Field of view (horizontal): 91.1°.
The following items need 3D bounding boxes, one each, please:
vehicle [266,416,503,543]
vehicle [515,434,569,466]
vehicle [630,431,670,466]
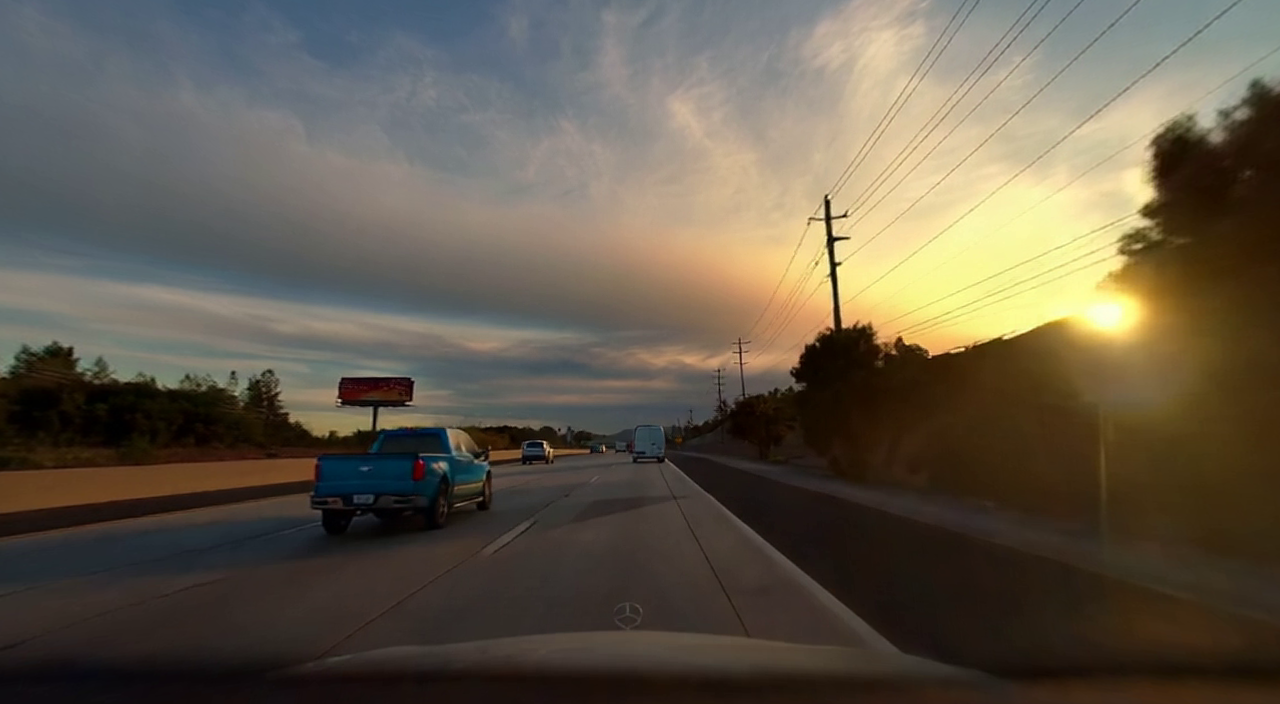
[{"bbox_3d":[-4.061,2.114,11.112,2.145,1.730,4.729,0,-8,1],"label":"vehicle"},{"bbox_3d":[-6.819,6.922,44.575,2.695,2.084,6.836,0,-8,1],"label":"vehicle"},{"bbox_3d":[0.708,6.808,44.608,2.692,2.279,5.695,0,-8,1],"label":"vehicle"}]
